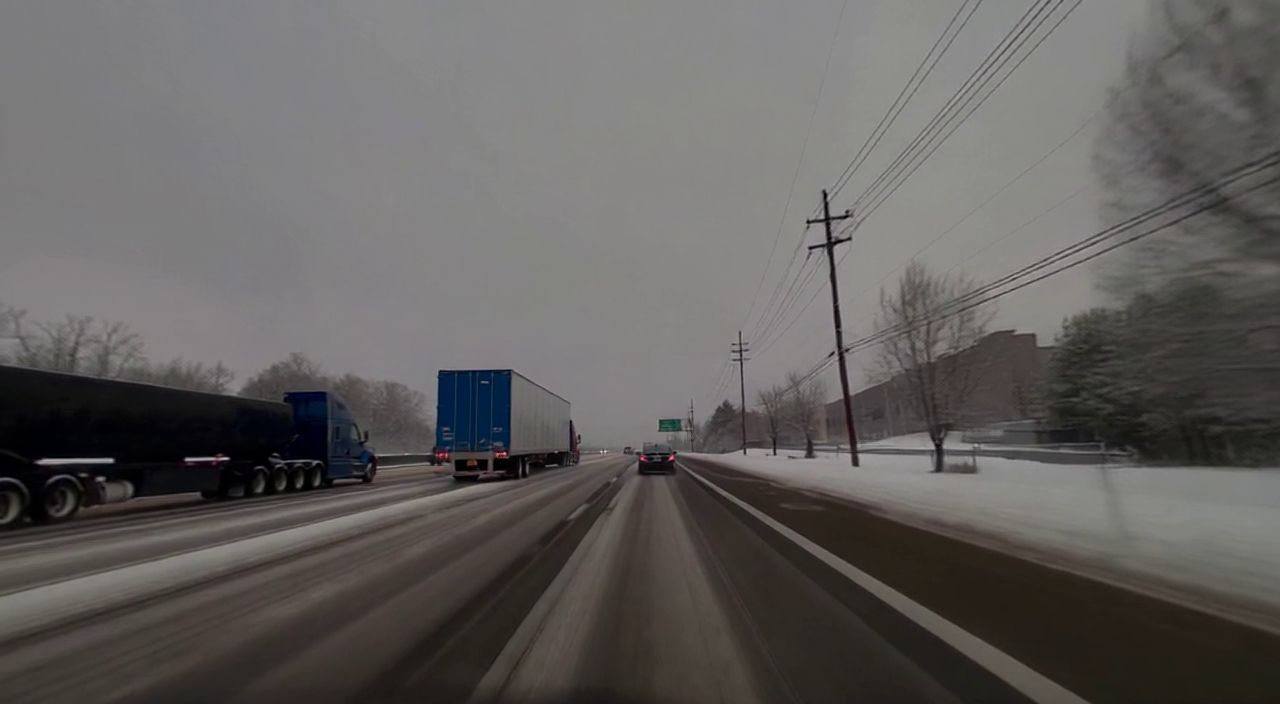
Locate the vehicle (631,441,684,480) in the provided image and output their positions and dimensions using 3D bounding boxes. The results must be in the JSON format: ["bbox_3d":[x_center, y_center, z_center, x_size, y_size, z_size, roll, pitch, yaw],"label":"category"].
[{"bbox_3d":[0.695,4.575,26.872,2.055,1.514,4.323,0,-8,0],"label":"vehicle"}]

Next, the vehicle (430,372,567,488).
[{"bbox_3d":[-5.903,3.882,30.124,2.907,4.081,15.311,0,-8,0],"label":"vehicle"}]

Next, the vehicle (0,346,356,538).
[{"bbox_3d":[-10.530,2.154,15.115,2.896,3.140,9.491,0,-8,1],"label":"vehicle"}]
